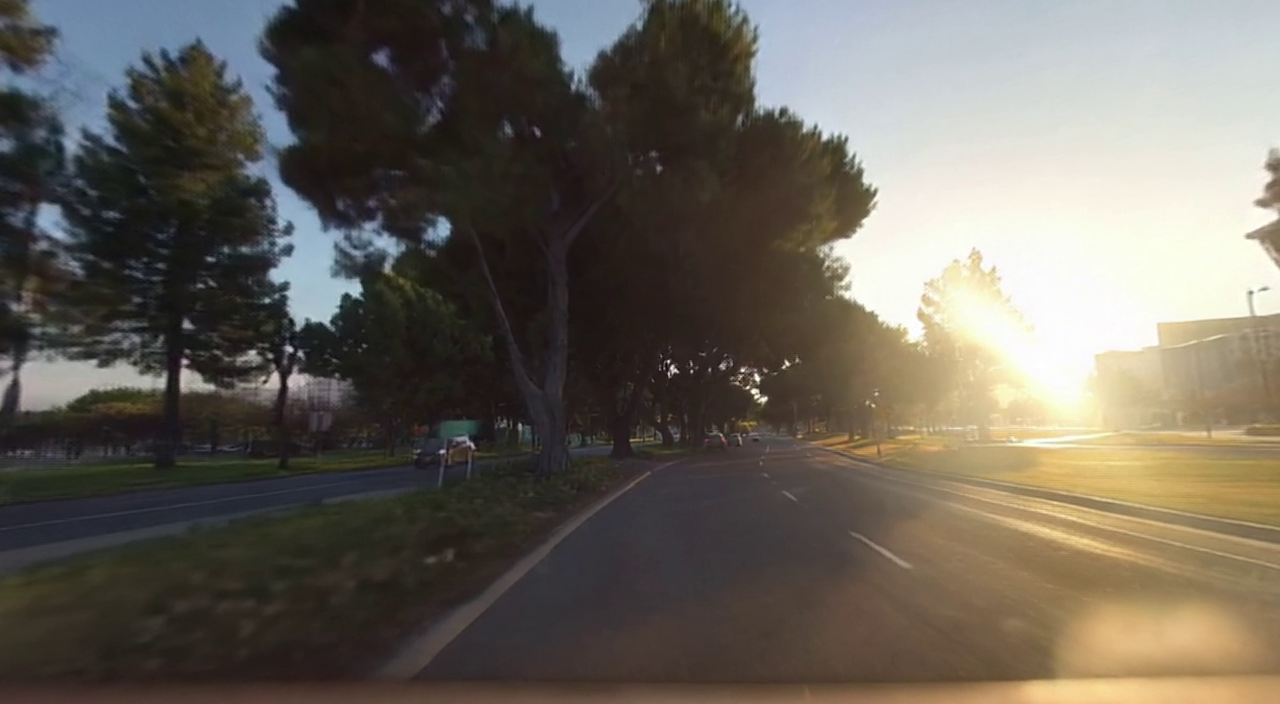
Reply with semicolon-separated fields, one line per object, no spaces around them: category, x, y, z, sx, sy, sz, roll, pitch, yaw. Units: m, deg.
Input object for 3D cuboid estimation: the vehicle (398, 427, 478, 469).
vehicle;-10.377;4.964;32.873;2.080;1.984;4.778;-1;-8;8
